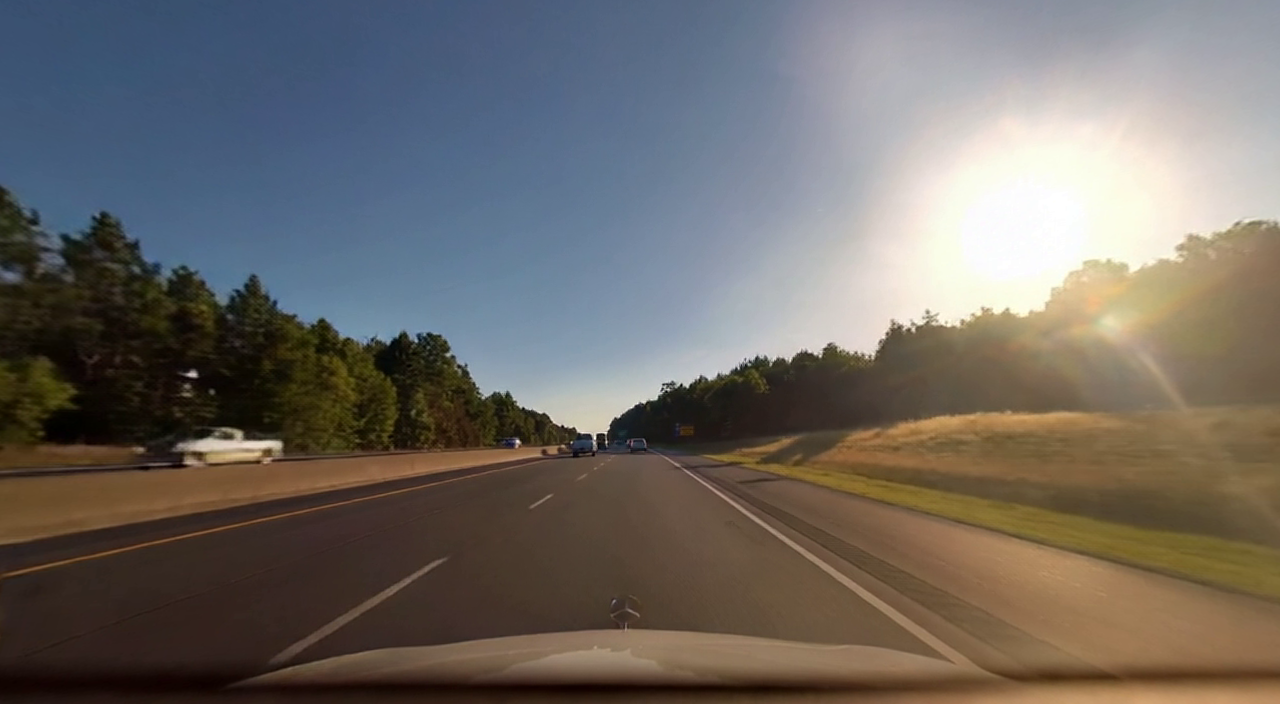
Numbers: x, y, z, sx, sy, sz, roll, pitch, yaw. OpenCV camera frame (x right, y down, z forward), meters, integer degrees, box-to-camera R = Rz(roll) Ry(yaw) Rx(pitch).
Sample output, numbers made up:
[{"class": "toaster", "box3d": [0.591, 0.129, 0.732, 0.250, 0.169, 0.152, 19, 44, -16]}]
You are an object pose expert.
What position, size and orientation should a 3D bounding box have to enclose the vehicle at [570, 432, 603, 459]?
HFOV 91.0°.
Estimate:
[{"class": "vehicle", "box3d": [-4.175, 7.362, 49.784, 2.241, 2.034, 4.890, 0, -8, 0]}]
